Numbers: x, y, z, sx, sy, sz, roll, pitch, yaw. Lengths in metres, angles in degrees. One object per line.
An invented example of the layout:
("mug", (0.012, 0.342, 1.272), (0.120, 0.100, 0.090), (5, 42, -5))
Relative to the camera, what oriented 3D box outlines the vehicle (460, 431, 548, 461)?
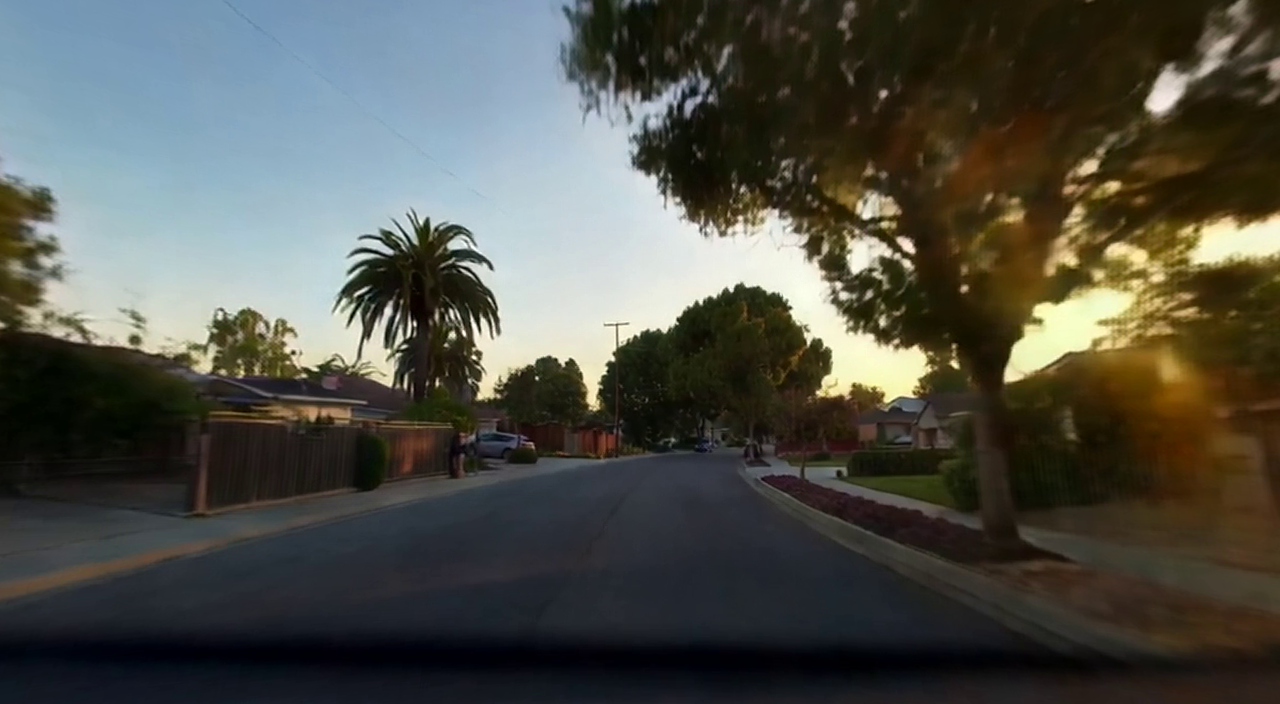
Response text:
("vehicle", (-9.293, 6.433, 43.426), (5.497, 1.983, 2.191), (-1, -8, 6))
